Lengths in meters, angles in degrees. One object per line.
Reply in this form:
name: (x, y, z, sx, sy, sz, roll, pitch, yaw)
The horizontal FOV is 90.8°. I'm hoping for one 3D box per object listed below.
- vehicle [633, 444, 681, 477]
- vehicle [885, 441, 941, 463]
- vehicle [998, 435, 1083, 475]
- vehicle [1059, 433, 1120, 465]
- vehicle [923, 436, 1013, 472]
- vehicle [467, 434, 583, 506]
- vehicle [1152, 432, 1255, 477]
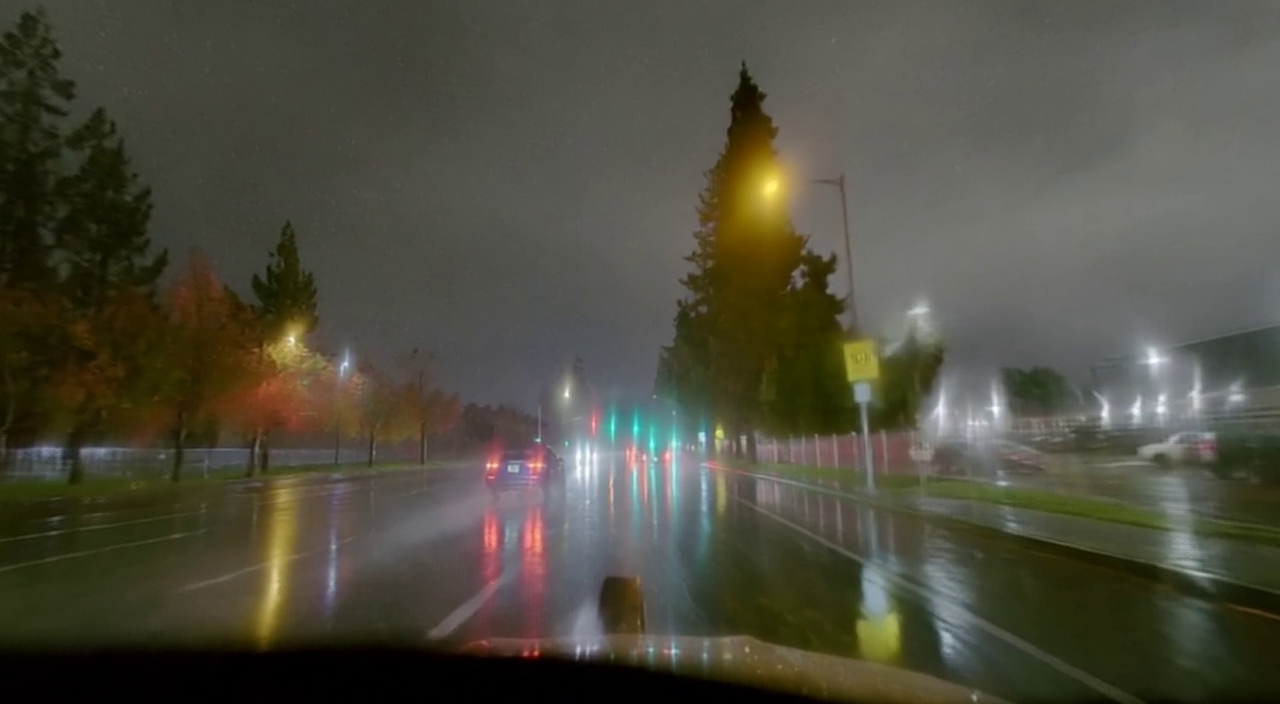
vehicle: (0.836, 5.275, 30.902, 2.147, 1.474, 4.083, 0, -8, 2)
vehicle: (19.146, 6.978, 44.205, 4.404, 1.469, 1.947, 8, -12, -43)
vehicle: (16.185, 4.112, 25.435, 2.131, 1.437, 4.325, -7, -11, 41)
vehicle: (26.548, 5.684, 37.253, 4.534, 1.729, 1.975, 7, -10, -44)
vehicle: (14.633, 4.498, 28.073, 4.830, 1.459, 2.041, 8, -12, -44)
vehicle: (-2.949, 3.137, 17.309, 2.105, 1.676, 4.541, -1, -8, 3)
vehicle: (19.681, 3.533, 21.984, 4.562, 1.392, 2.048, 7, -11, -41)
